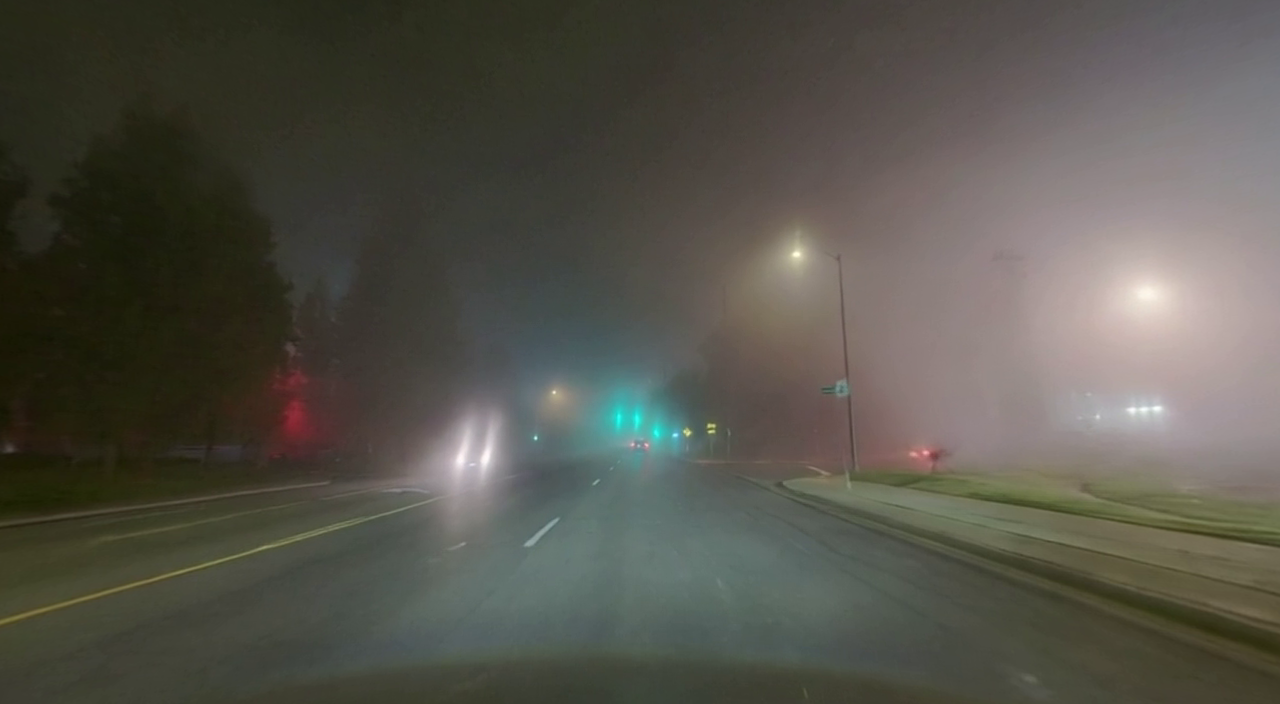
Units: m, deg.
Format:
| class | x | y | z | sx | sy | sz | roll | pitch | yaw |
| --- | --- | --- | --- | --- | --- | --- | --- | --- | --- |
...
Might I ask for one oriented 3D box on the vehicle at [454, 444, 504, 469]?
| class | x | y | z | sx | sy | sz | roll | pitch | yaw |
| --- | --- | --- | --- | --- | --- | --- | --- | --- | --- |
| vehicle | -10.495 | 6.790 | 41.433 | 2.022 | 1.536 | 4.629 | 0 | -8 | 0 |
